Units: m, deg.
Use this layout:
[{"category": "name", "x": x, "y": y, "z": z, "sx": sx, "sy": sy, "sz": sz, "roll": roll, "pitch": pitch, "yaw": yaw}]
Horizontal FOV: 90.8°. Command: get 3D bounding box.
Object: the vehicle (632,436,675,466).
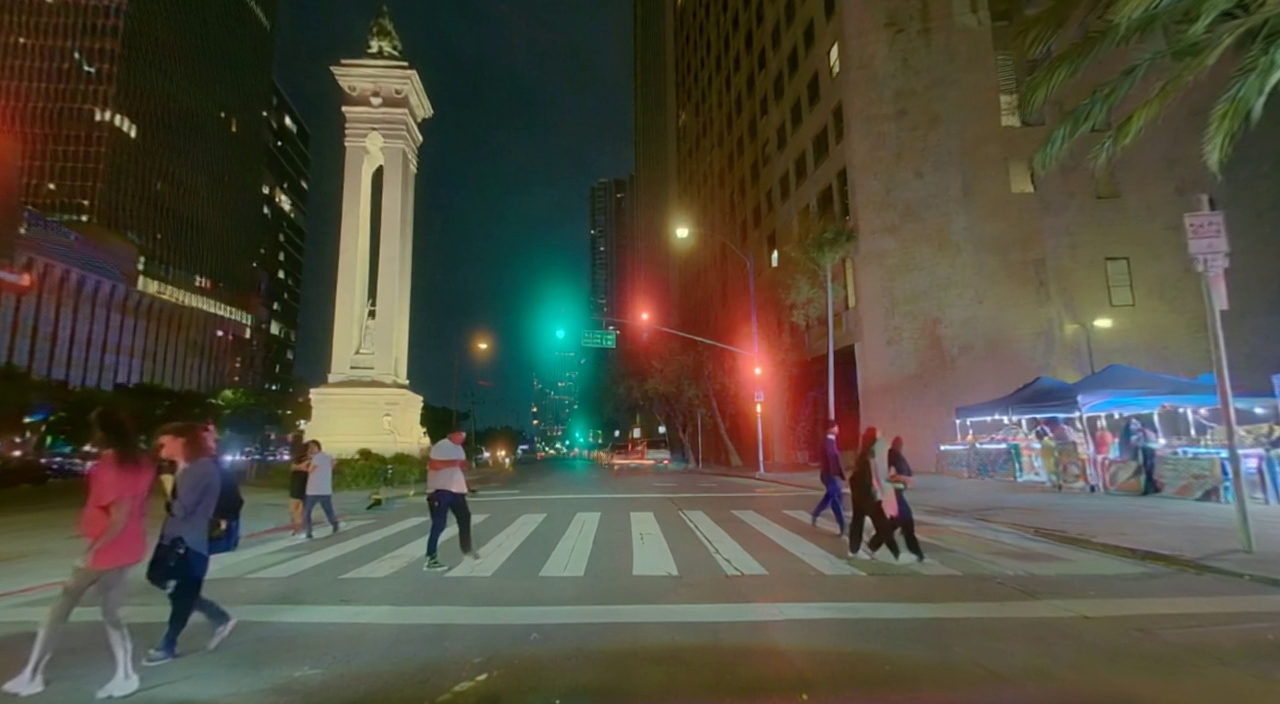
[{"category": "vehicle", "x": 0.910, "y": 7.291, "z": 46.672, "sx": 2.322, "sy": 2.071, "sz": 5.366, "roll": 1, "pitch": -9, "yaw": -9}]
